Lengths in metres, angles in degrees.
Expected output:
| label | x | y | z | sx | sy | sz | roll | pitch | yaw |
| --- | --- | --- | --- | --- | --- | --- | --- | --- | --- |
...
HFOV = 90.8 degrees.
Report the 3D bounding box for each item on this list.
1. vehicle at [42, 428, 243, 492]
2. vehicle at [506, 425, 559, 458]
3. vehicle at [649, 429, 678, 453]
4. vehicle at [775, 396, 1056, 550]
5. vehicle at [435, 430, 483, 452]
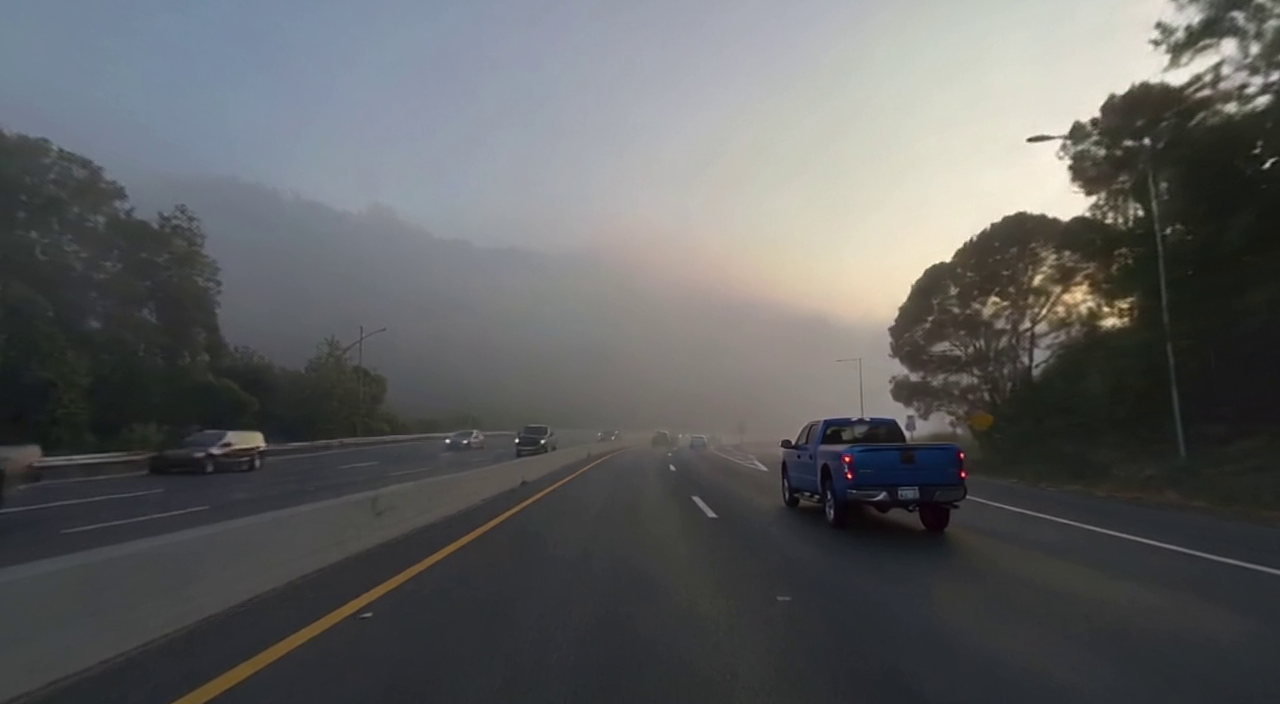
| label | x | y | z | sx | sy | sz | roll | pitch | yaw |
| --- | --- | --- | --- | --- | --- | --- | --- | --- | --- |
| vehicle | -13.704 | 2.967 | 17.912 | 1.890 | 1.538 | 4.795 | -1 | -8 | -1 |
| vehicle | -6.194 | 5.252 | 37.061 | 2.104 | 1.790 | 4.792 | 0 | -8 | 2 |
| vehicle | 1.833 | 6.910 | 49.263 | 2.186 | 1.782 | 4.100 | 0 | -8 | 3 |
| vehicle | 3.641 | 1.708 | 9.603 | 2.151 | 1.744 | 4.709 | 0 | -8 | 0 |
| vehicle | -12.787 | 6.316 | 44.923 | 1.952 | 1.469 | 4.769 | 0 | -8 | 1 |
